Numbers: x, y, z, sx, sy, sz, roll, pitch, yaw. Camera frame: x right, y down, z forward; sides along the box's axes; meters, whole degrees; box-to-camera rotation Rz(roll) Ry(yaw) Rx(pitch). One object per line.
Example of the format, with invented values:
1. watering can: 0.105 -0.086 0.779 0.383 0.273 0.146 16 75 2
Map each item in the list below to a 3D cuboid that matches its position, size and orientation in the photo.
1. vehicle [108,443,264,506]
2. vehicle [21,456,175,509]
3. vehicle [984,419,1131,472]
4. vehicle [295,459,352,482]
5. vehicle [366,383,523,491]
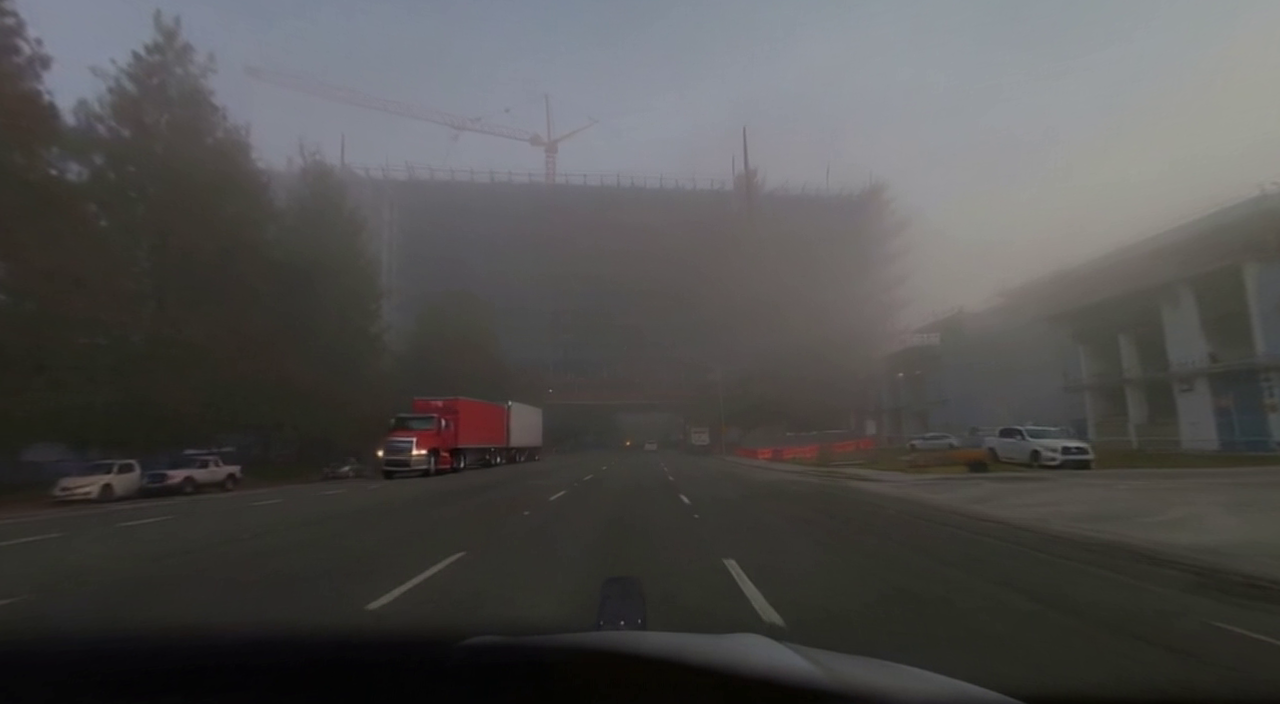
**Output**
1. vehicle: -18.205 4.853 25.658 2.154 1.987 5.836 -5 -7 0
2. vehicle: -21.542 5.175 25.299 2.168 1.800 4.603 0 -8 -2
3. vehicle: 16.453 3.741 25.240 2.021 1.835 5.654 1 -8 0
4. vehicle: -21.691 8.101 43.195 1.750 1.390 4.098 0 -8 -1
5. vehicle: -7.356 3.511 25.613 3.032 3.524 9.640 0 -8 2
